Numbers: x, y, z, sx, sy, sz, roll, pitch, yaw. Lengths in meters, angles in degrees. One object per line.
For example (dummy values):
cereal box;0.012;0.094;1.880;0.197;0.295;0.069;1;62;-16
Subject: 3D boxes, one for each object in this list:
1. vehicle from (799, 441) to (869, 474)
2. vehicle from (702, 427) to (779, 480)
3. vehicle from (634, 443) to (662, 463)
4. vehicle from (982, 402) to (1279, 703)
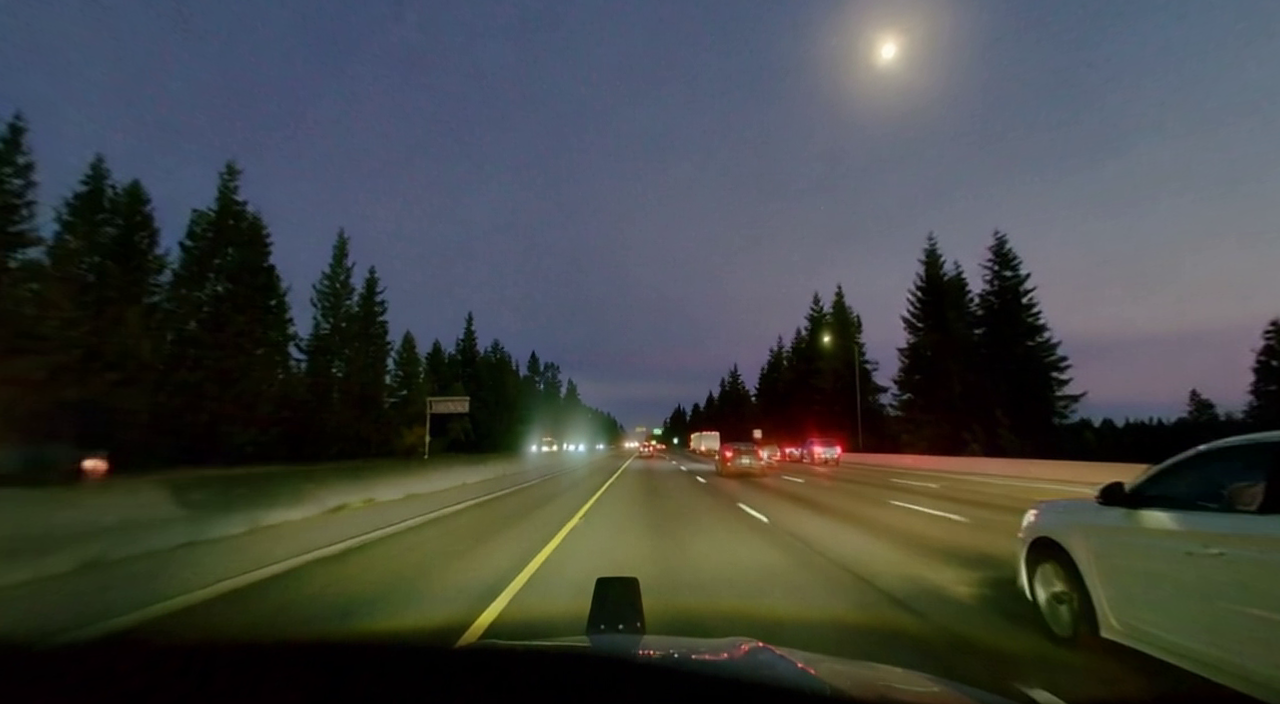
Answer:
vehicle;9.425;5.160;30.923;2.002;1.500;4.715;-1;-9;1
vehicle;3.916;4.123;25.637;2.206;1.902;5.460;-1;-9;0
vehicle;0.613;7.846;48.939;2.052;1.472;4.295;-1;-9;0
vehicle;3.393;0.860;2.019;1.904;1.453;4.789;-1;-9;0
